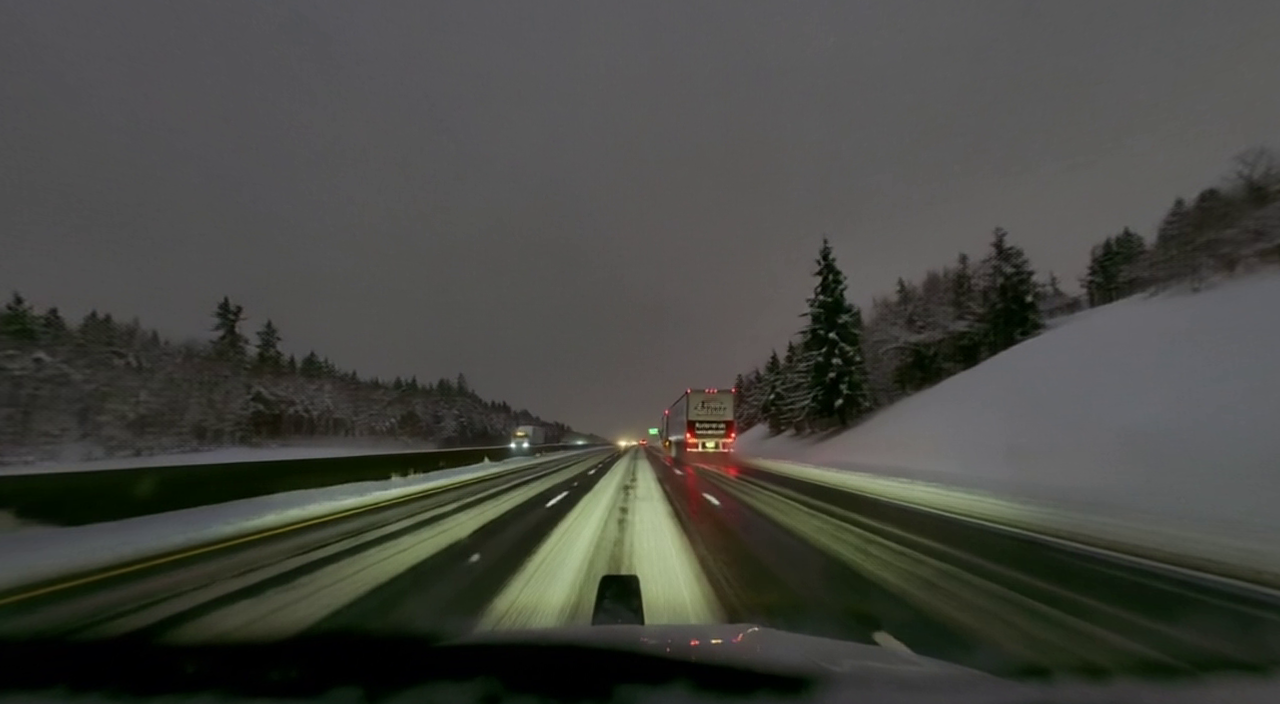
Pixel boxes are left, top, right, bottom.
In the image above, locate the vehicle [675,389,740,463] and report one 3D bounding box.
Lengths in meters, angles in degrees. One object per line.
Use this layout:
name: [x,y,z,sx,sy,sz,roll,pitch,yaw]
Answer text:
vehicle: [3.843,4.562,37.897,2.840,3.947,8.920,0,-8,0]
